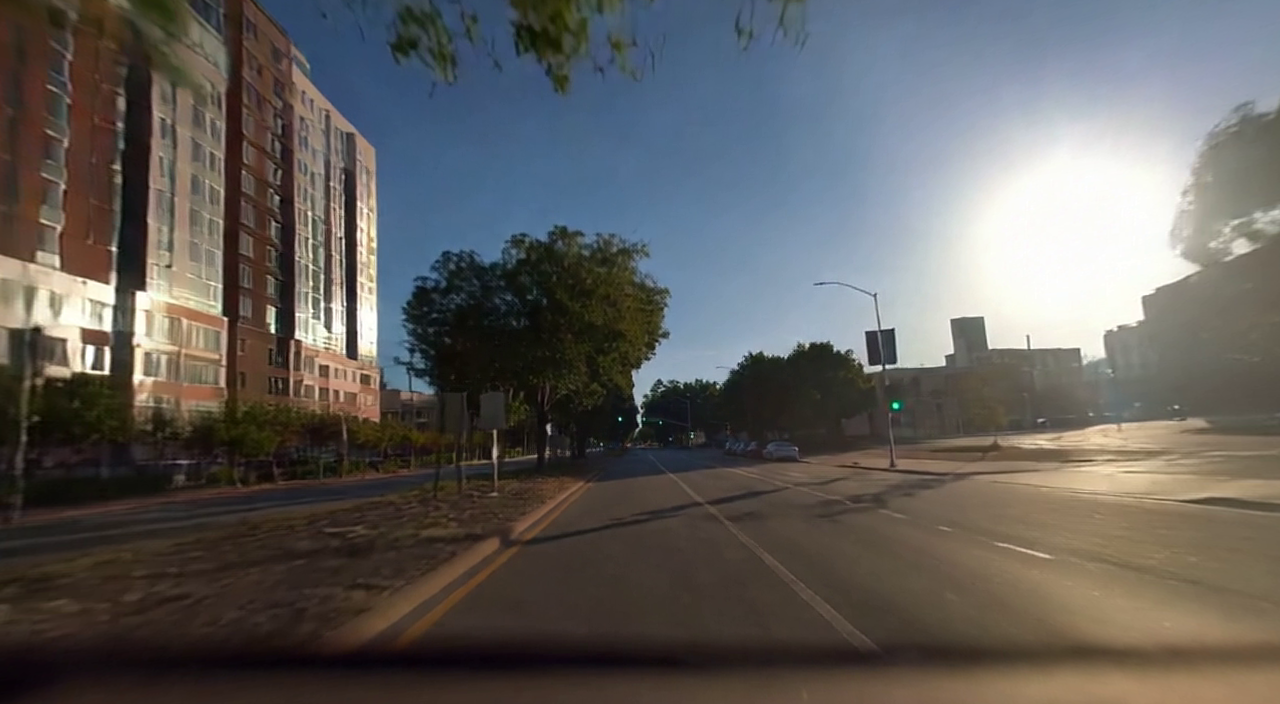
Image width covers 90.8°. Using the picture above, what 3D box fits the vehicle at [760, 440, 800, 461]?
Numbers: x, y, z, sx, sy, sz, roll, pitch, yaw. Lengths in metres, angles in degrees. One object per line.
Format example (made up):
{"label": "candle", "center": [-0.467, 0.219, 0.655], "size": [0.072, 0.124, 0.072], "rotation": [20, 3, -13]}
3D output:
{"label": "vehicle", "center": [10.329, 7.316, 46.947], "size": [1.956, 1.462, 4.306], "rotation": [0, -9, -1]}
